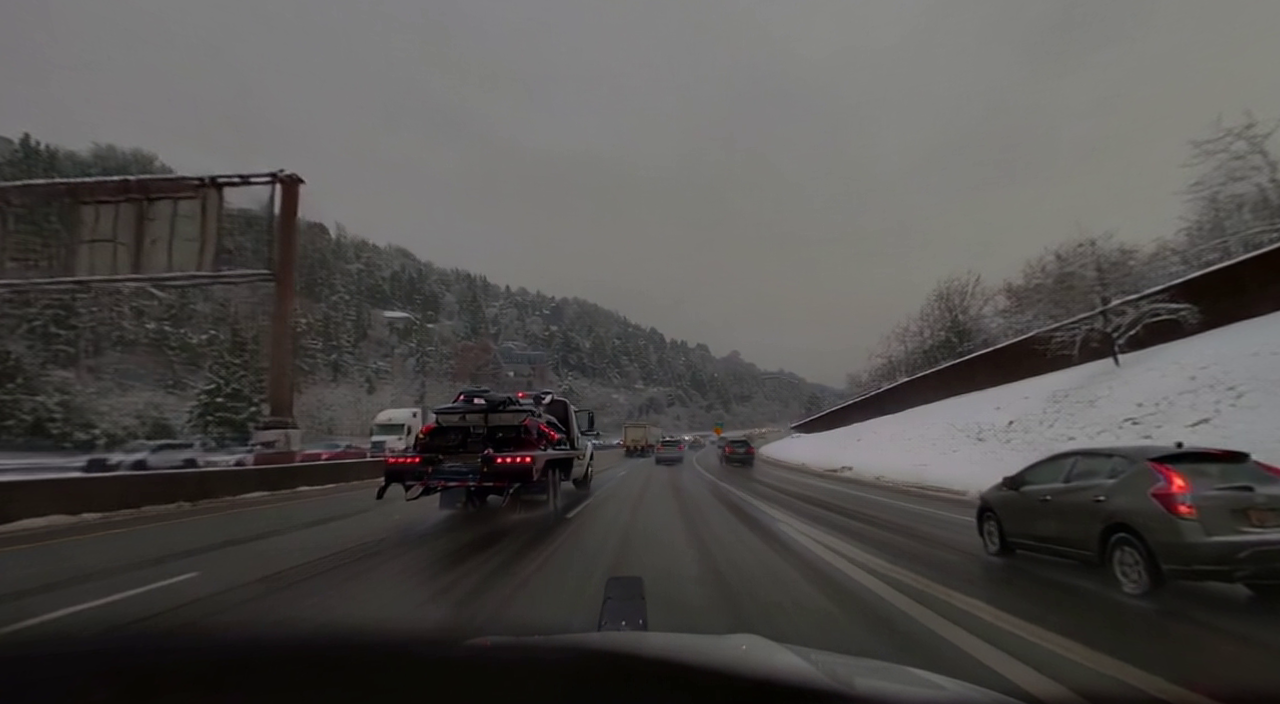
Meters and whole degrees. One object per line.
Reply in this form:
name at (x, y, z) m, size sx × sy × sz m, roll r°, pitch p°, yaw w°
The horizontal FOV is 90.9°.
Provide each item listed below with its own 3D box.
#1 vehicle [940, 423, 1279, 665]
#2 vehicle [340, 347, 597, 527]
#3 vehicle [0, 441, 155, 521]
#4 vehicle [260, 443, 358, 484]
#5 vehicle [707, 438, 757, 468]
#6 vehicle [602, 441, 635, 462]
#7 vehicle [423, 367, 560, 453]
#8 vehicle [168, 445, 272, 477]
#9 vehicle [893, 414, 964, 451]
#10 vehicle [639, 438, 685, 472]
vehicle at (4.894, 1.461, 5.748) m, size 2.040 × 1.481 × 4.260 m, roll 0°, pitch -8°, yaw -3°
vehicle at (-3.166, 2.127, 15.557) m, size 3.162 × 2.955 × 10.282 m, roll 0°, pitch -8°, yaw 2°
vehicle at (-13.006, 2.621, 13.178) m, size 1.937 × 1.489 × 4.688 m, roll 0°, pitch -8°, yaw 1°
vehicle at (-12.984, 4.363, 25.003) m, size 1.824 × 1.475 × 3.671 m, roll 0°, pitch -8°, yaw 2°
vehicle at (5.158, 5.715, 35.878) m, size 2.075 × 1.614 × 4.682 m, roll 0°, pitch -8°, yaw -1°
vehicle at (-1.520, 7.257, 46.098) m, size 2.016 × 1.450 × 4.310 m, roll -1°, pitch -8°, yaw 3°
vehicle at (-3.181, 1.471, 14.655) m, size 1.893 × 1.674 × 4.766 m, roll 0°, pitch -8°, yaw 2°
vehicle at (-20.006, 5.178, 30.293) m, size 1.891 × 1.446 × 4.389 m, roll 0°, pitch -8°, yaw 2°
vehicle at (20.678, 5.868, 45.440) m, size 2.433 × 2.488 × 4.939 m, roll 1°, pitch -9°, yaw -4°
vehicle at (1.043, 4.909, 30.204) m, size 2.079 × 1.499 × 3.915 m, roll 0°, pitch -8°, yaw 2°
